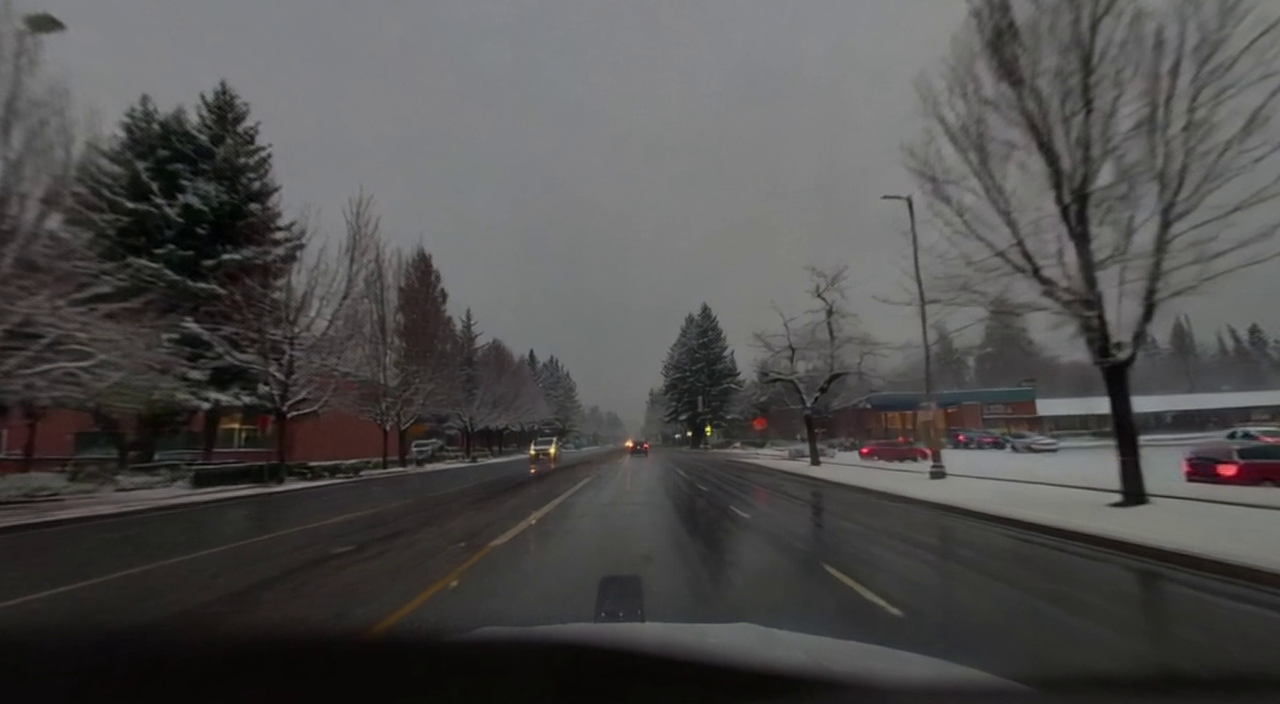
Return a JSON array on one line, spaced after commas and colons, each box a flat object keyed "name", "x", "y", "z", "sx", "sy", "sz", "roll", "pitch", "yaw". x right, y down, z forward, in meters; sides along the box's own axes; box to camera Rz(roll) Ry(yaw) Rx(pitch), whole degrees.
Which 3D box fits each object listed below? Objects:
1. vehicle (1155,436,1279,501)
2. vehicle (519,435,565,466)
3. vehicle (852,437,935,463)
[{"name": "vehicle", "x": 16.785, "y": 3.010, "z": 16.578, "sx": 4.665, "sy": 1.570, "sz": 2.080, "roll": 0, "pitch": -8, "yaw": 0}, {"name": "vehicle", "x": -6.768, "y": 6.893, "z": 44.379, "sx": 2.437, "sy": 1.986, "sz": 5.135, "roll": 0, "pitch": -8, "yaw": 0}, {"name": "vehicle", "x": 16.162, "y": 6.265, "z": 40.458, "sx": 4.421, "sy": 1.412, "sz": 1.949, "roll": -2, "pitch": -8, "yaw": 0}]
